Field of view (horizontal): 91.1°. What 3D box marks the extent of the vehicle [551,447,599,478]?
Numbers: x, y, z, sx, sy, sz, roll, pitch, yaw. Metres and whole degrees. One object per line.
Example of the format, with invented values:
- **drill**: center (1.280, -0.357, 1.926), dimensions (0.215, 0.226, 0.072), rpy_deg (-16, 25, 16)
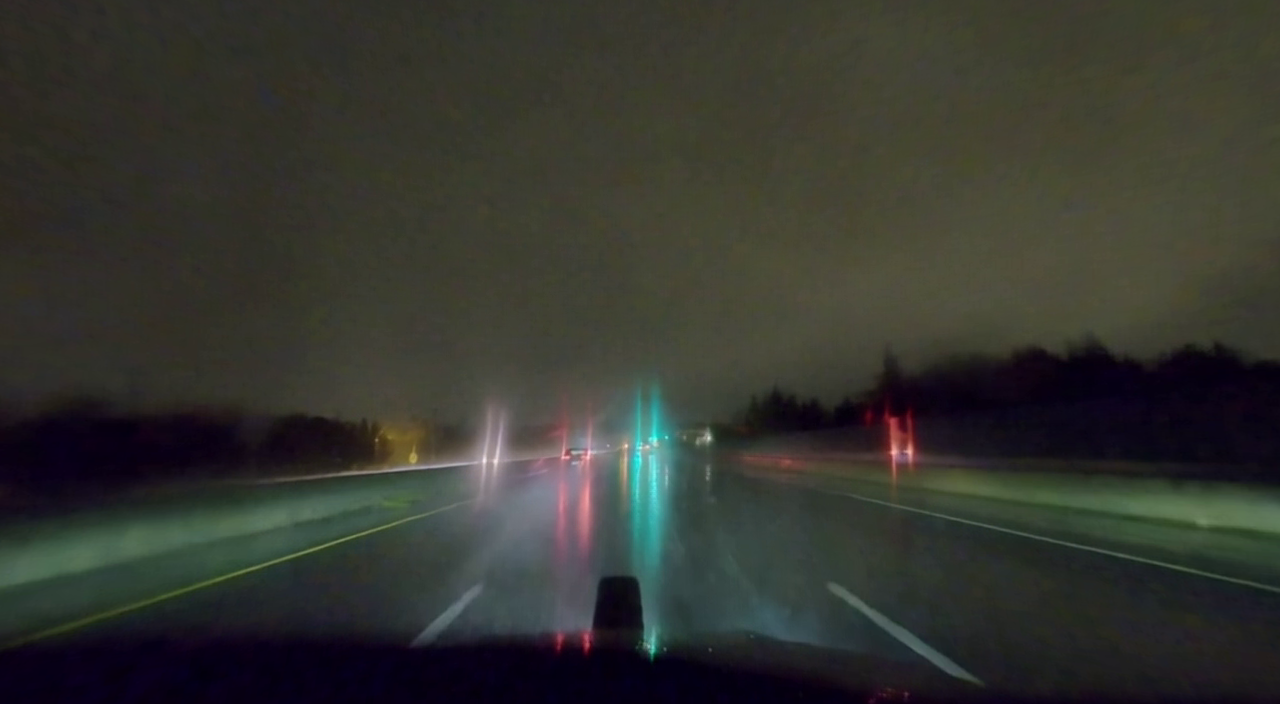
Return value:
- **vehicle**: center (-3.326, 5.734, 32.870), dimensions (2.100, 1.525, 4.179), rpy_deg (0, -9, 0)
